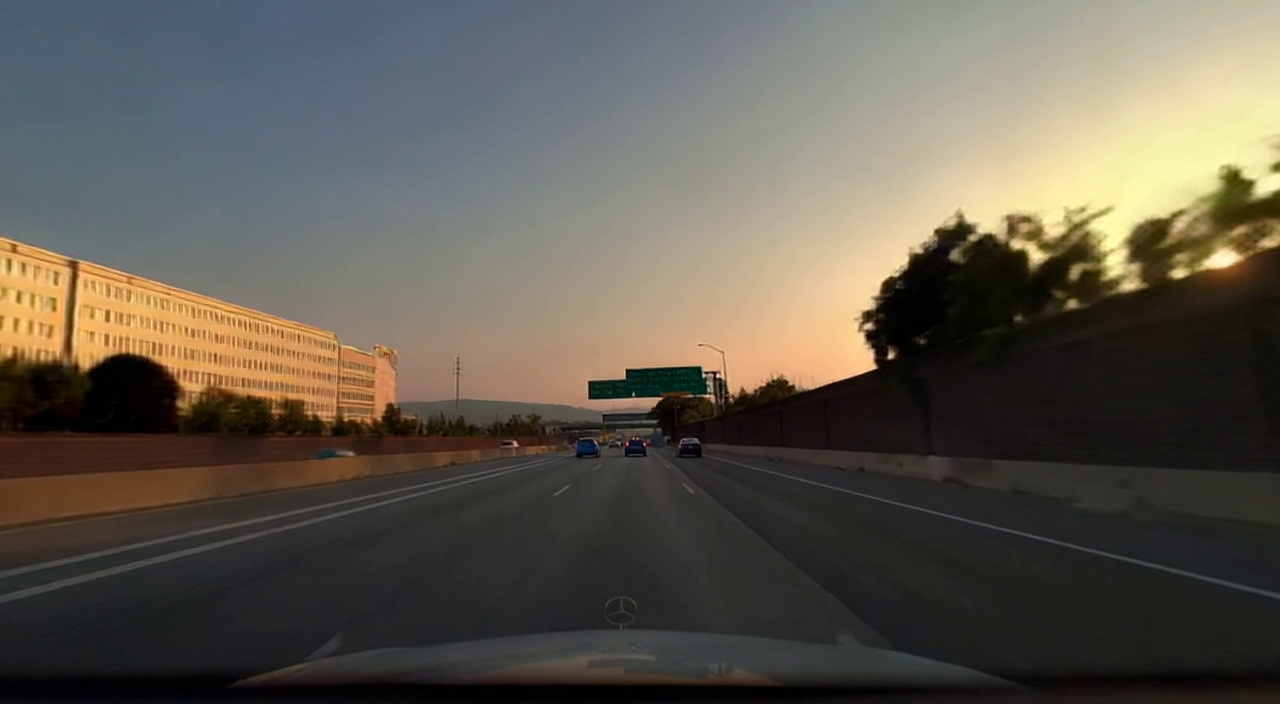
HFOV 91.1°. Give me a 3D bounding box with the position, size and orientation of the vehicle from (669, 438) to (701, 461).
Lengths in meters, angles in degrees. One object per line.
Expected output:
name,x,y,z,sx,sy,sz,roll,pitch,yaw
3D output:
vehicle,3.260,7.146,46.138,1.992,1.532,3.996,0,-8,-1
